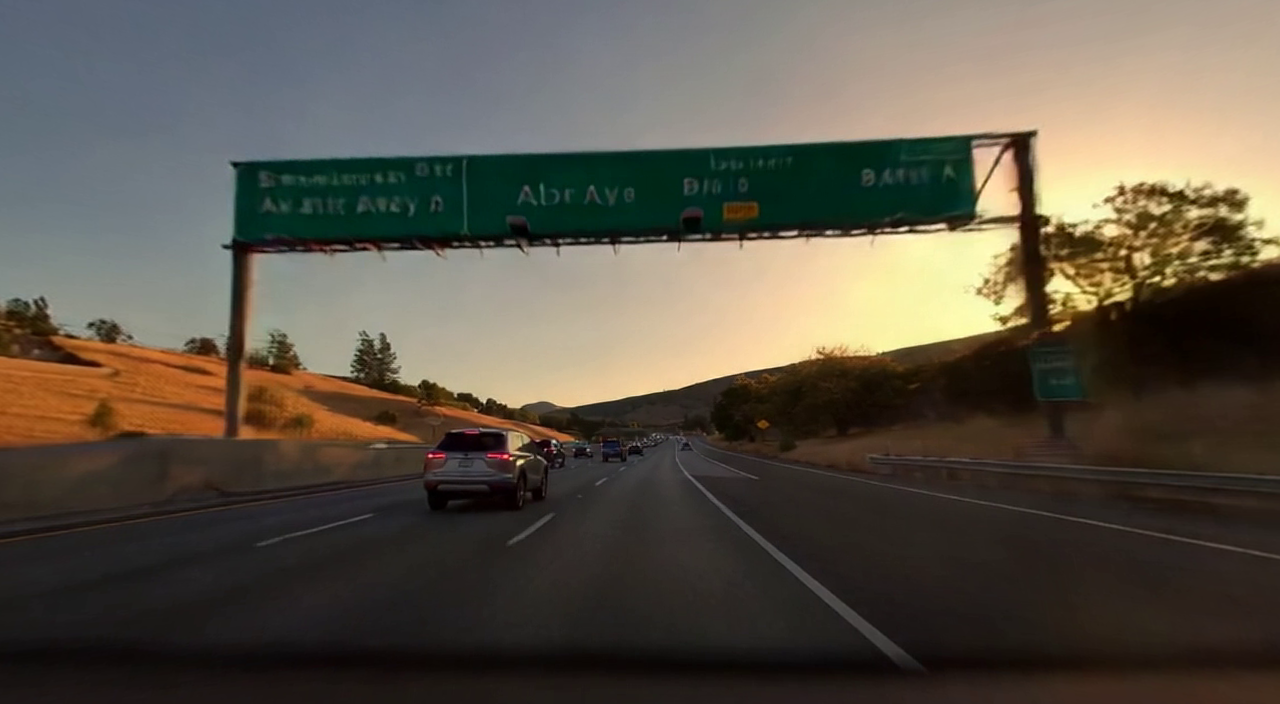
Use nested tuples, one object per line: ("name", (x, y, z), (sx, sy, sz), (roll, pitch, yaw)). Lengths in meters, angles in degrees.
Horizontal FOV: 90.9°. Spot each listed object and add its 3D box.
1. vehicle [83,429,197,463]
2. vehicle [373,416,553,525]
("vehicle", (-24.695, 4.695, 31.394), (1.835, 1.543, 4.618), (0, -9, 1))
("vehicle", (-3.386, 2.402, 13.301), (2.218, 1.848, 4.789), (0, -9, 2))
